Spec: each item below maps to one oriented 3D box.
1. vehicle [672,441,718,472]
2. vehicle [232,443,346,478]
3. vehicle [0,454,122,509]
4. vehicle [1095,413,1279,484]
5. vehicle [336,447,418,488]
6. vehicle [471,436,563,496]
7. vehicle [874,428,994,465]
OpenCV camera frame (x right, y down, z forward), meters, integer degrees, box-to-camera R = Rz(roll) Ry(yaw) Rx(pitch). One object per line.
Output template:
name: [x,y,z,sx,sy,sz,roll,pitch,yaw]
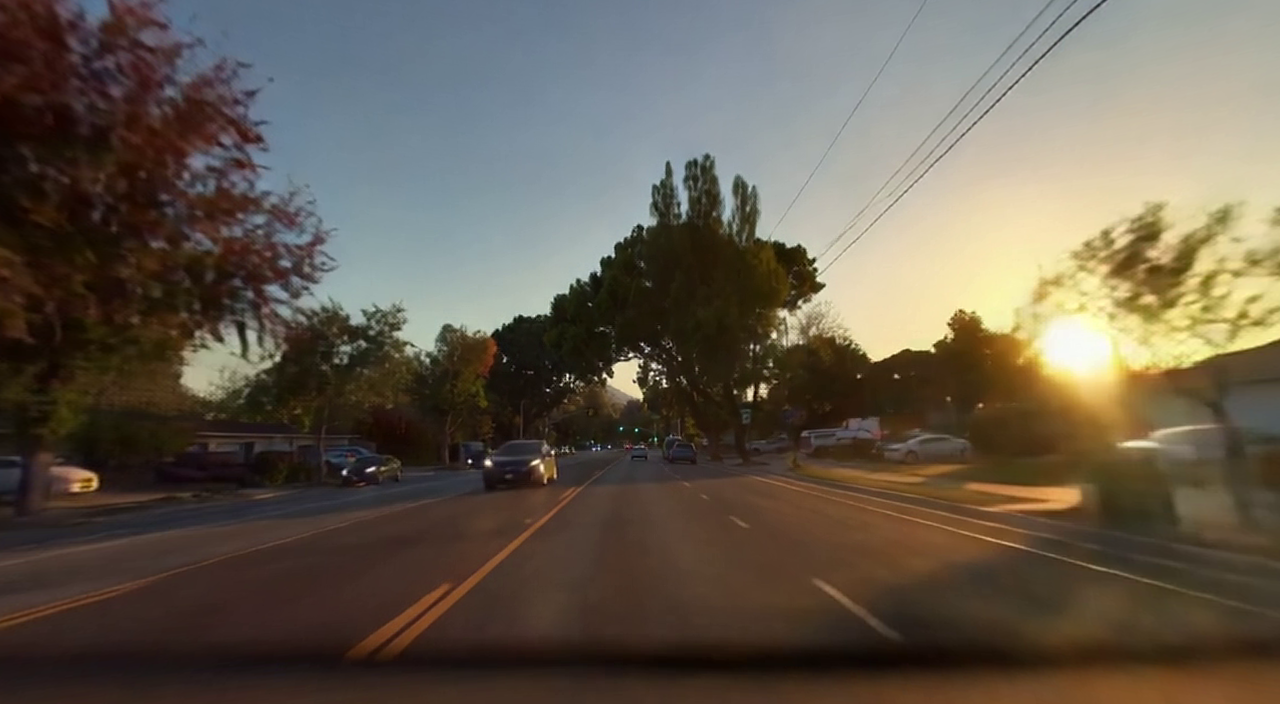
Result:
vehicle: [2.886,5.590,34.091,1.983,1.557,4.078,0,-8,-2]
vehicle: [-18.921,5.867,34.215,4.837,1.808,2.176,0,-8,-1]
vehicle: [-19.080,3.840,18.985,4.909,1.495,2.211,1,-8,-5]
vehicle: [13.025,2.151,14.151,4.237,1.476,1.743,0,-8,1]
vehicle: [-11.995,5.270,29.196,1.822,1.699,4.791,0,-8,-1]
vehicle: [-3.751,3.560,20.119,2.076,1.688,4.284,0,-8,0]
vehicle: [12.528,4.077,27.165,4.183,1.516,1.884,0,-8,3]
